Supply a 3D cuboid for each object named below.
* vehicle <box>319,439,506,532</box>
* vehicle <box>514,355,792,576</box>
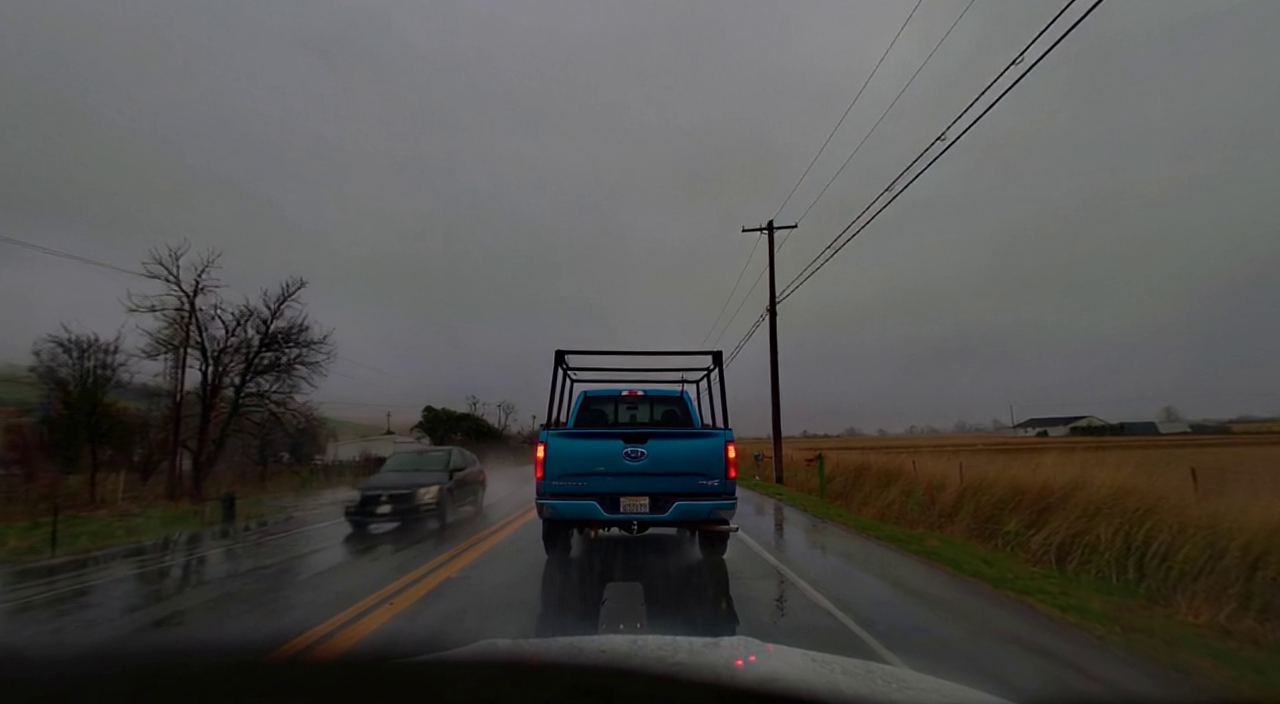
[{"bbox_3d":[-4.093,2.464,12.292,2.014,1.459,4.349,0,-8,0],"label":"vehicle"},{"bbox_3d":[0.041,1.724,10.386,2.912,2.320,7.292,0,-8,-2],"label":"vehicle"}]
